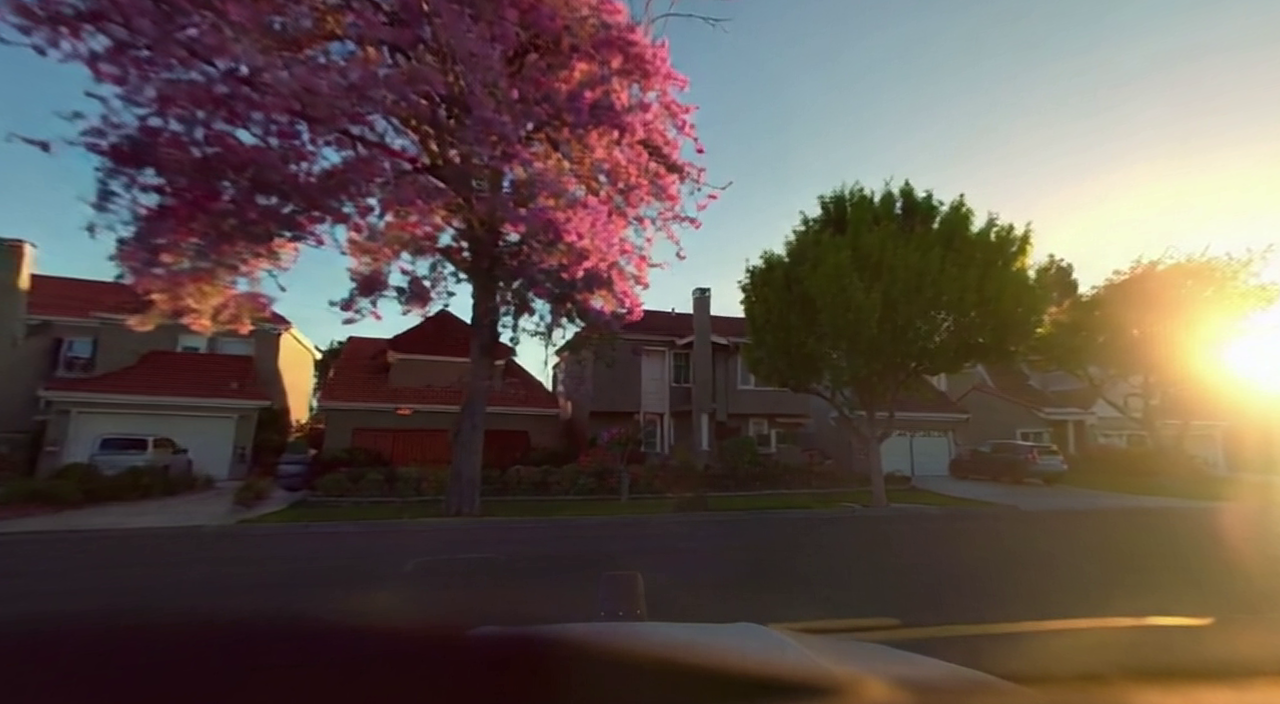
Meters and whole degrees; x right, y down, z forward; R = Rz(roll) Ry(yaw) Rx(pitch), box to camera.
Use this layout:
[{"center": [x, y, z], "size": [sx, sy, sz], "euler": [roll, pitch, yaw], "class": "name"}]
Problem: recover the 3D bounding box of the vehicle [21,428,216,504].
[{"center": [-11.993, 2.623, 14.928], "size": [1.968, 1.491, 4.486], "euler": [3, -9, -18], "class": "vehicle"}]
